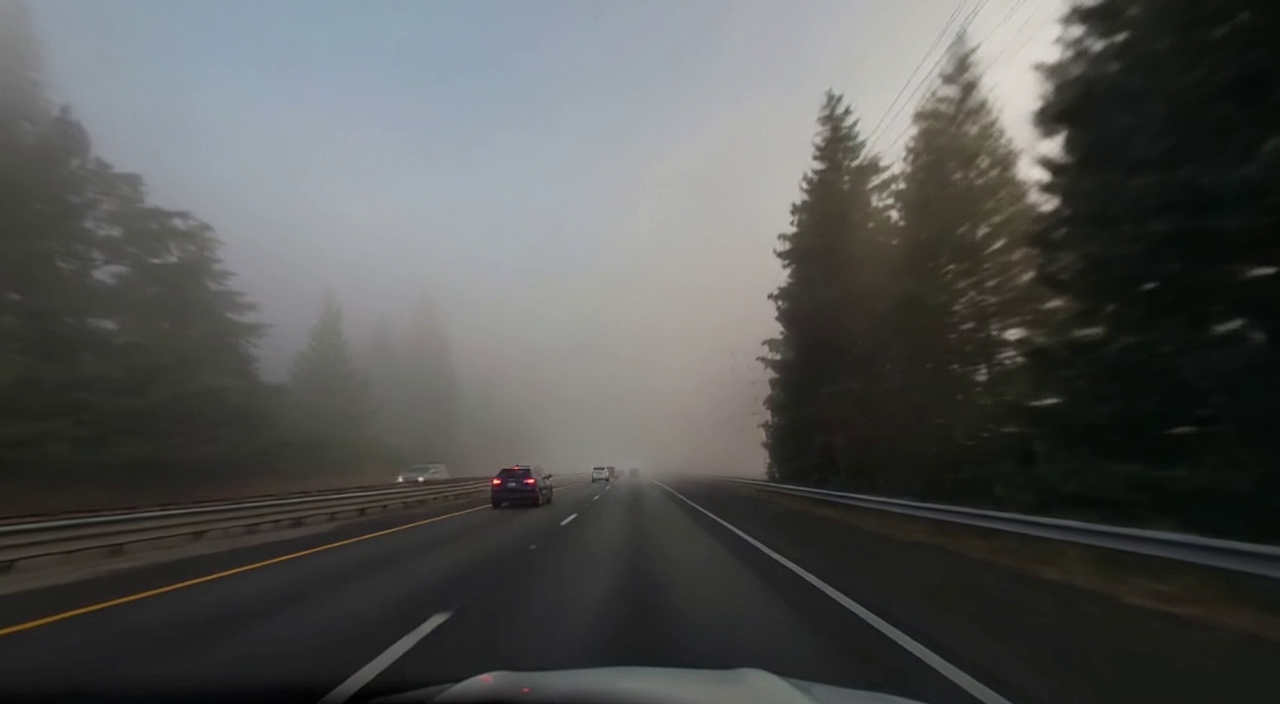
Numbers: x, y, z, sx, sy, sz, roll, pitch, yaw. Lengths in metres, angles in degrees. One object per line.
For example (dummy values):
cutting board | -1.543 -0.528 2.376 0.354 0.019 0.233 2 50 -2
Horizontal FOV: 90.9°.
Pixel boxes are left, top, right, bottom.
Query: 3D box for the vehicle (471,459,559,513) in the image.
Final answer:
vehicle | -3.933 4.321 20.610 1.963 1.501 4.227 1 -10 0

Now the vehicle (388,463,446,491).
vehicle | -13.302 7.484 37.810 1.974 1.556 3.945 1 -10 0
